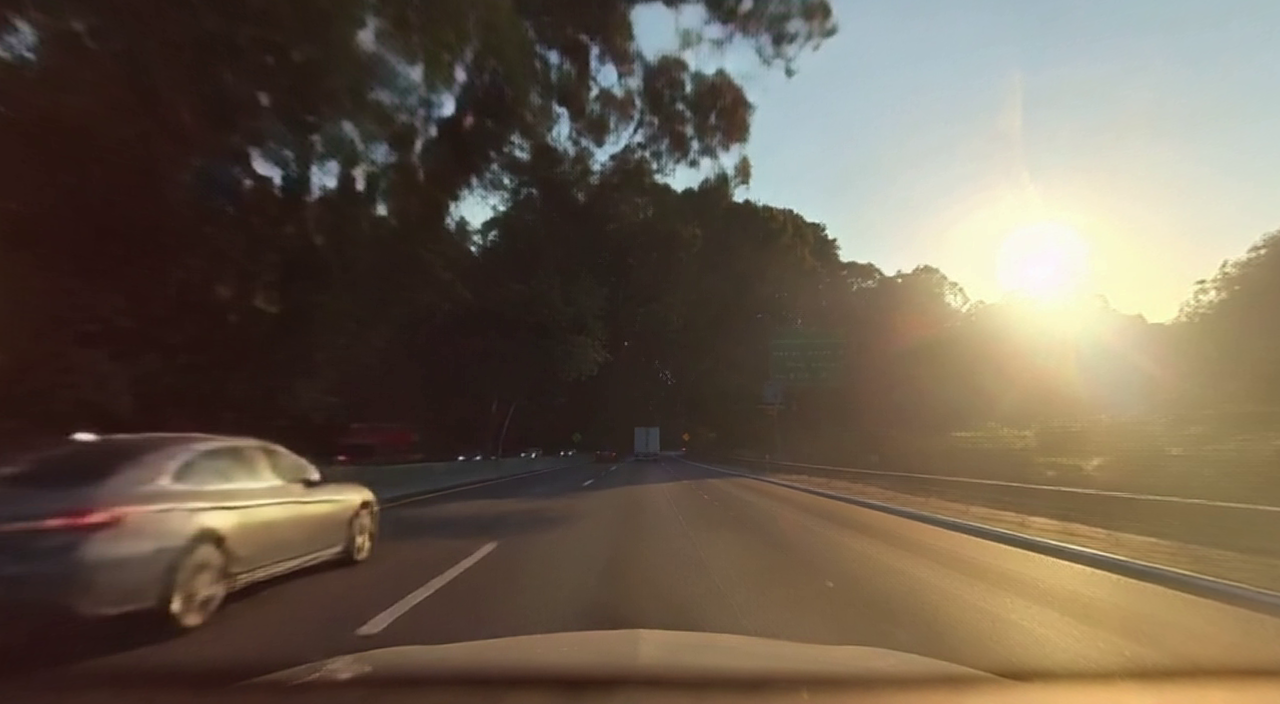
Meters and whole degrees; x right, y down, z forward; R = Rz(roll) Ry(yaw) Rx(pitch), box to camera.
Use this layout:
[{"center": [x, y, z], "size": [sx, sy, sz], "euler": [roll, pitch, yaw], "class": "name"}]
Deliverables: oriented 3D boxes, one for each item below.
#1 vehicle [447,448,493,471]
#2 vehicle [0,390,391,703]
[{"center": [-12.065, 7.666, 45.135], "size": [2.061, 1.523, 4.144], "euler": [0, -9, 1], "class": "vehicle"}, {"center": [-3.839, 1.249, 4.775], "size": [2.027, 1.519, 4.578], "euler": [0, -9, 0], "class": "vehicle"}]
